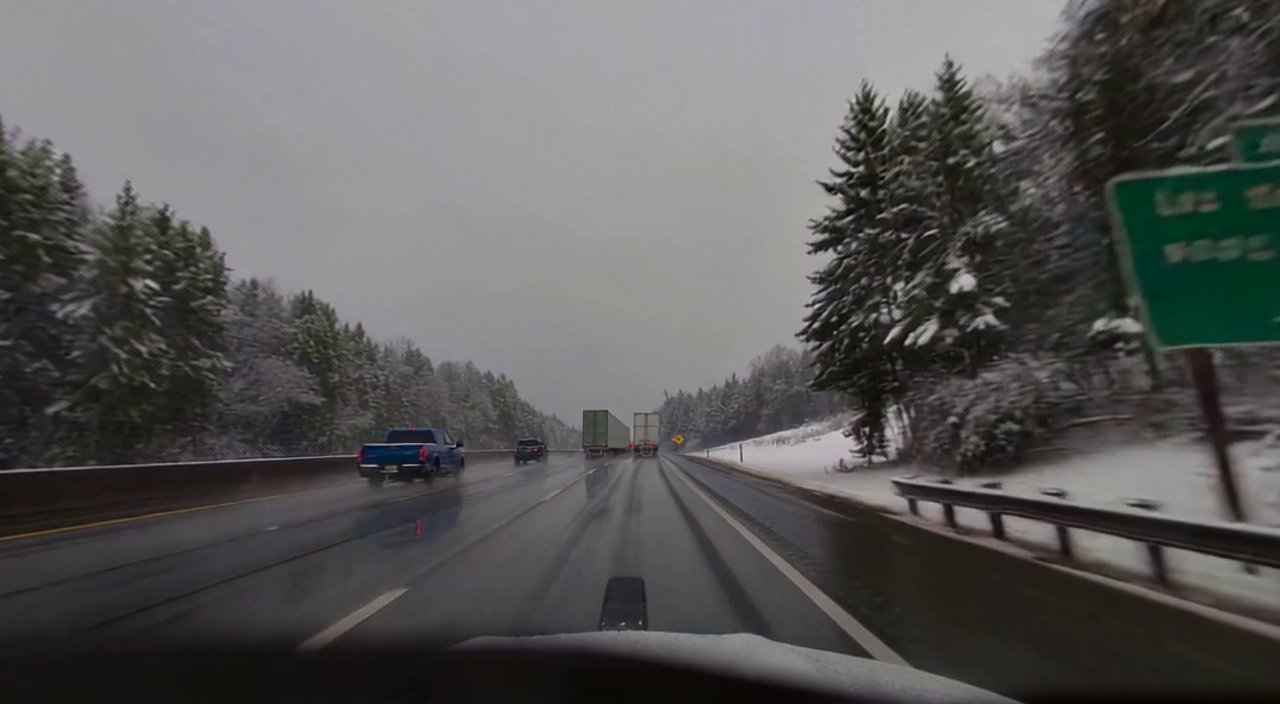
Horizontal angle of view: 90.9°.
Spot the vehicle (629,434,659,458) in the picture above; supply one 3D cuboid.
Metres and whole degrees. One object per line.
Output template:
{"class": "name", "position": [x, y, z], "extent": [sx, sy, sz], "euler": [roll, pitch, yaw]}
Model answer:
{"class": "vehicle", "position": [0.264, 6.874, 46.158], "extent": [2.072, 1.630, 4.529], "euler": [0, -8, 0]}

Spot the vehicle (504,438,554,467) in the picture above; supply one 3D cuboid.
{"class": "vehicle", "position": [-7.210, 6.572, 41.588], "extent": [2.258, 1.785, 5.318], "euler": [0, -8, 1]}

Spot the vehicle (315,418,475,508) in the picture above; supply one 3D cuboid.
{"class": "vehicle", "position": [-5.783, 2.689, 15.686], "extent": [2.149, 1.884, 4.627], "euler": [0, -8, -1]}
